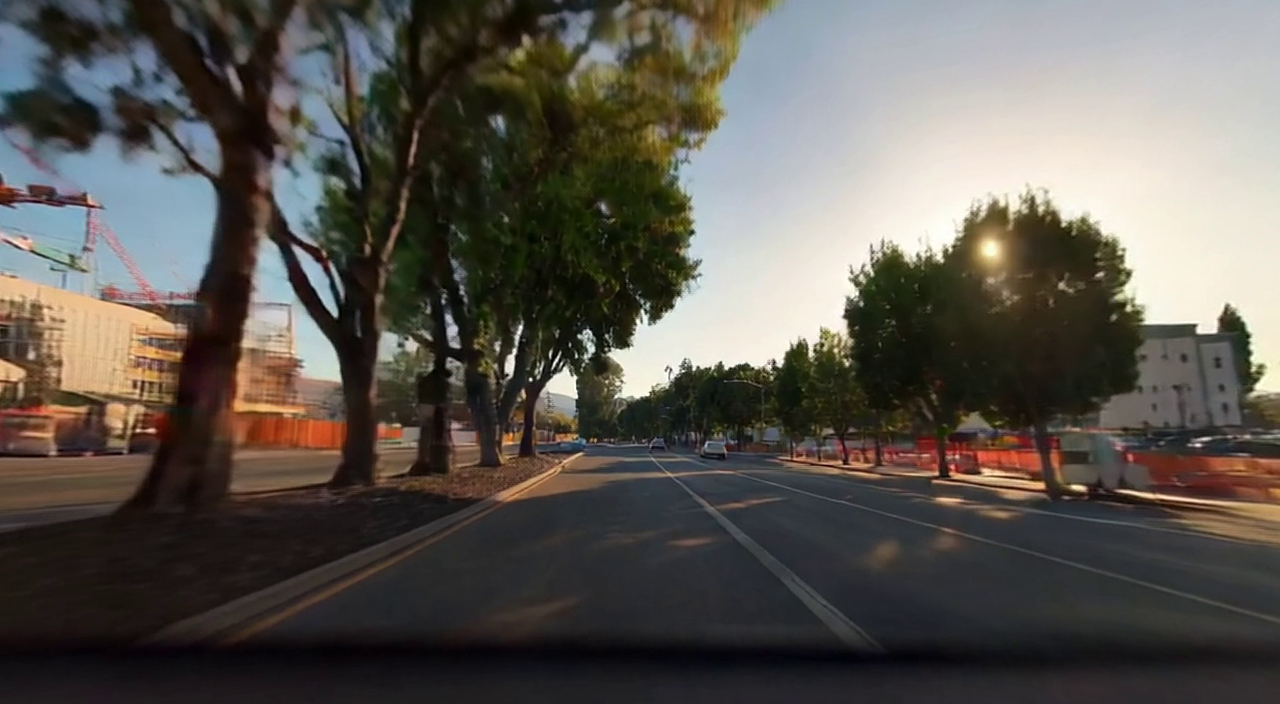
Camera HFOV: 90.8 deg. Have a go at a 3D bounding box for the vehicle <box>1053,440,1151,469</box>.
[{"bbox_3d":[32.753,7.241,45.112,2.283,1.875,6.308,-1,-7,0],"label":"vehicle"}]
